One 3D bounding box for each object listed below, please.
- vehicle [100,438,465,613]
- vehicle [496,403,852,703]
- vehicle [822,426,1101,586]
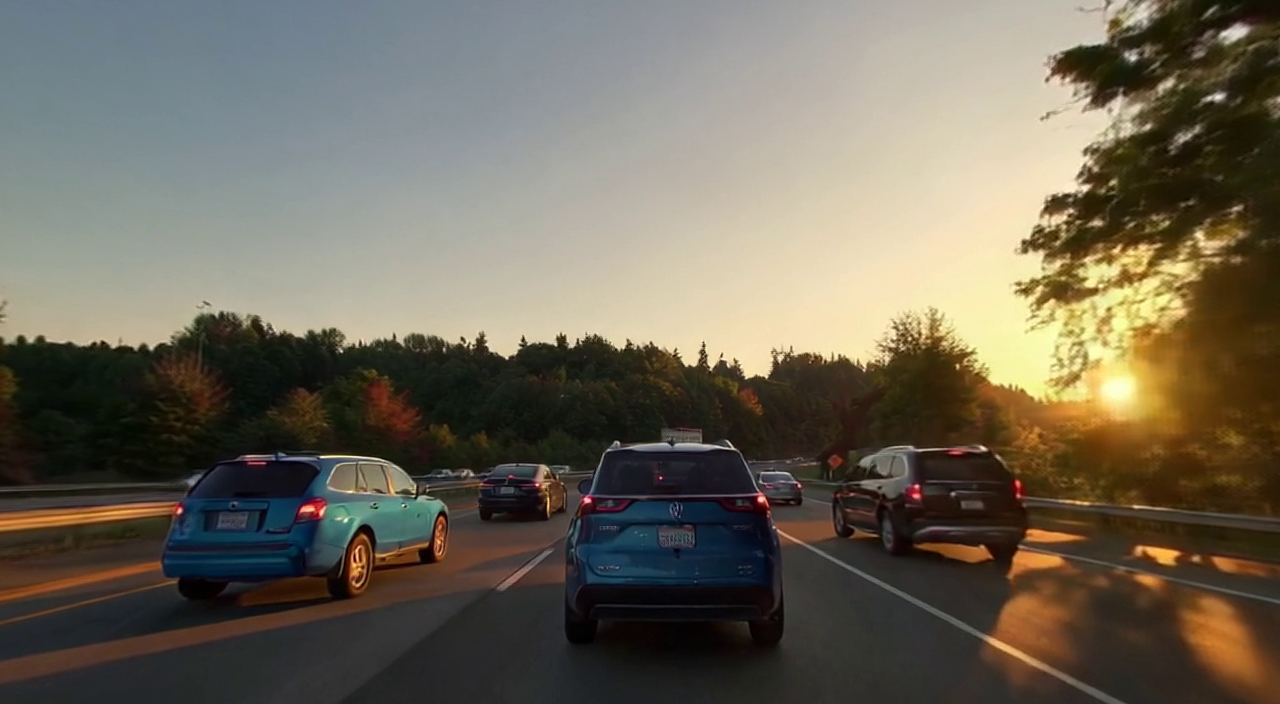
[{"bbox_3d":[-3.881,1.985,7.964,1.994,1.556,4.263,0,-11,1],"label":"vehicle"},{"bbox_3d":[0.193,1.560,5.825,2.057,1.725,4.126,1,-11,0],"label":"vehicle"},{"bbox_3d":[4.502,2.253,9.799,1.984,1.876,4.287,1,-11,-1],"label":"vehicle"}]
